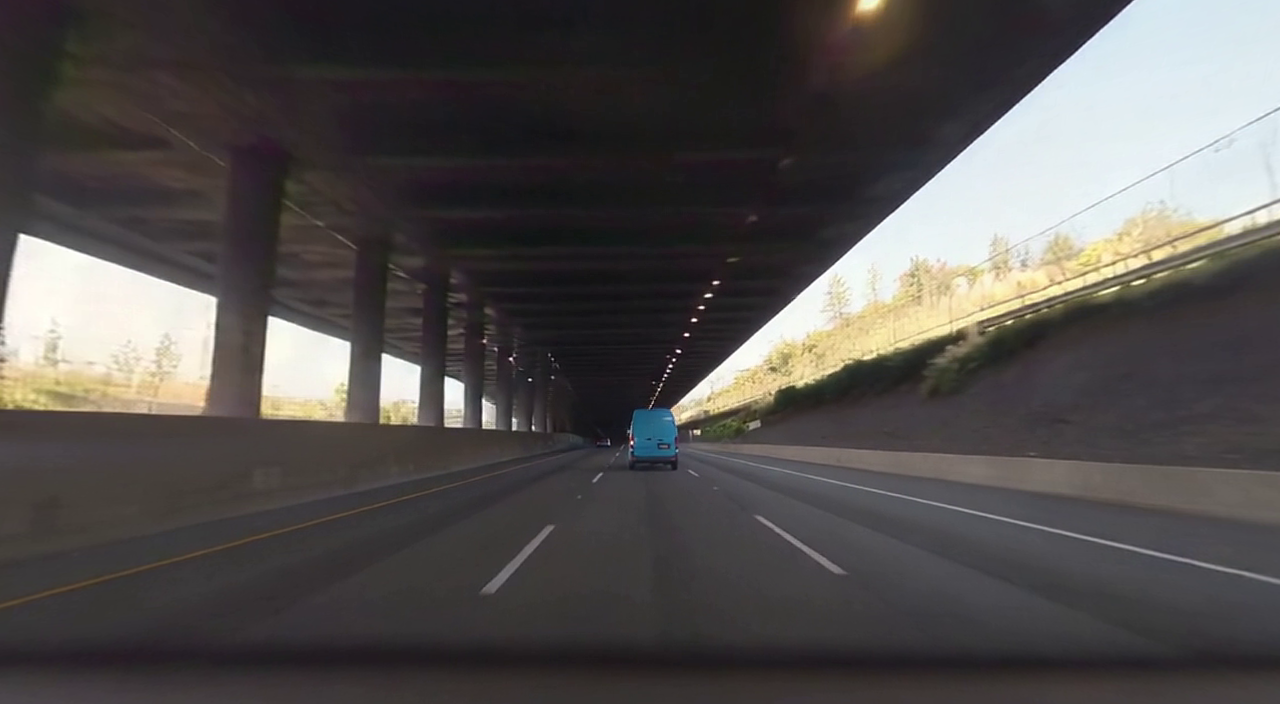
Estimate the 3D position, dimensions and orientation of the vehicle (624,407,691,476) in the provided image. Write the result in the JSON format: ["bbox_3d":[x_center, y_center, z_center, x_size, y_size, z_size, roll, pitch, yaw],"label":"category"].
[{"bbox_3d":[0.617,3.623,25.616,2.404,2.459,5.229,0,-8,0],"label":"vehicle"}]
